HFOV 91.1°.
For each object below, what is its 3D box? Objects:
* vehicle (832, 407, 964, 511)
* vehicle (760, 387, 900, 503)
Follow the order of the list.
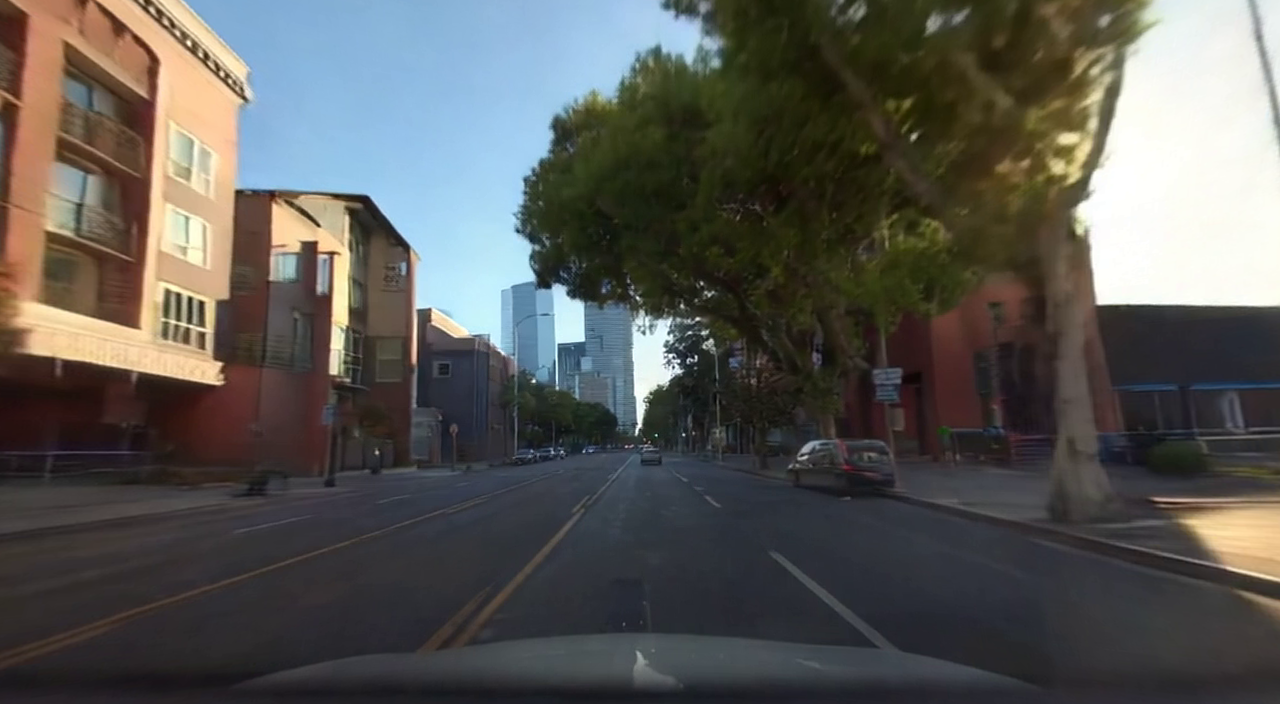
[{"bbox_3d":[6.537,2.737,16.339,2.021,2.433,3.088,0,-8,-1],"label":"vehicle"},{"bbox_3d":[6.037,3.117,21.152,2.750,3.269,6.333,0,-9,1],"label":"vehicle"}]
